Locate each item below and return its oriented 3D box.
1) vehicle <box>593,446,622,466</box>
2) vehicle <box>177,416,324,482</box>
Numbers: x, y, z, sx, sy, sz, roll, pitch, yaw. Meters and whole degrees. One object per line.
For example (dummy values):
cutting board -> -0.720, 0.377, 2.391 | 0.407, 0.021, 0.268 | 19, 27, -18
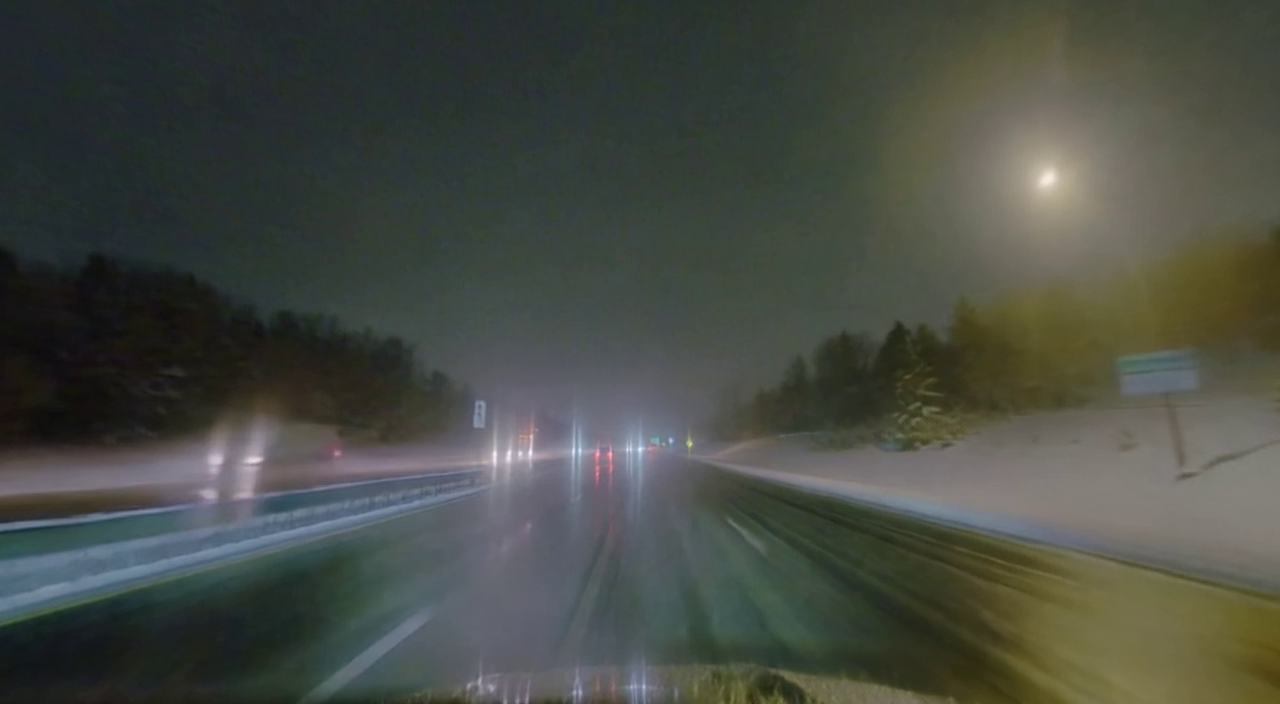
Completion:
vehicle -> -2.553, 8.195, 49.904 | 1.991, 1.473, 4.707 | 0, -9, 1
vehicle -> -17.990, 4.580, 29.758 | 2.346, 2.689, 7.021 | 0, -9, 0
